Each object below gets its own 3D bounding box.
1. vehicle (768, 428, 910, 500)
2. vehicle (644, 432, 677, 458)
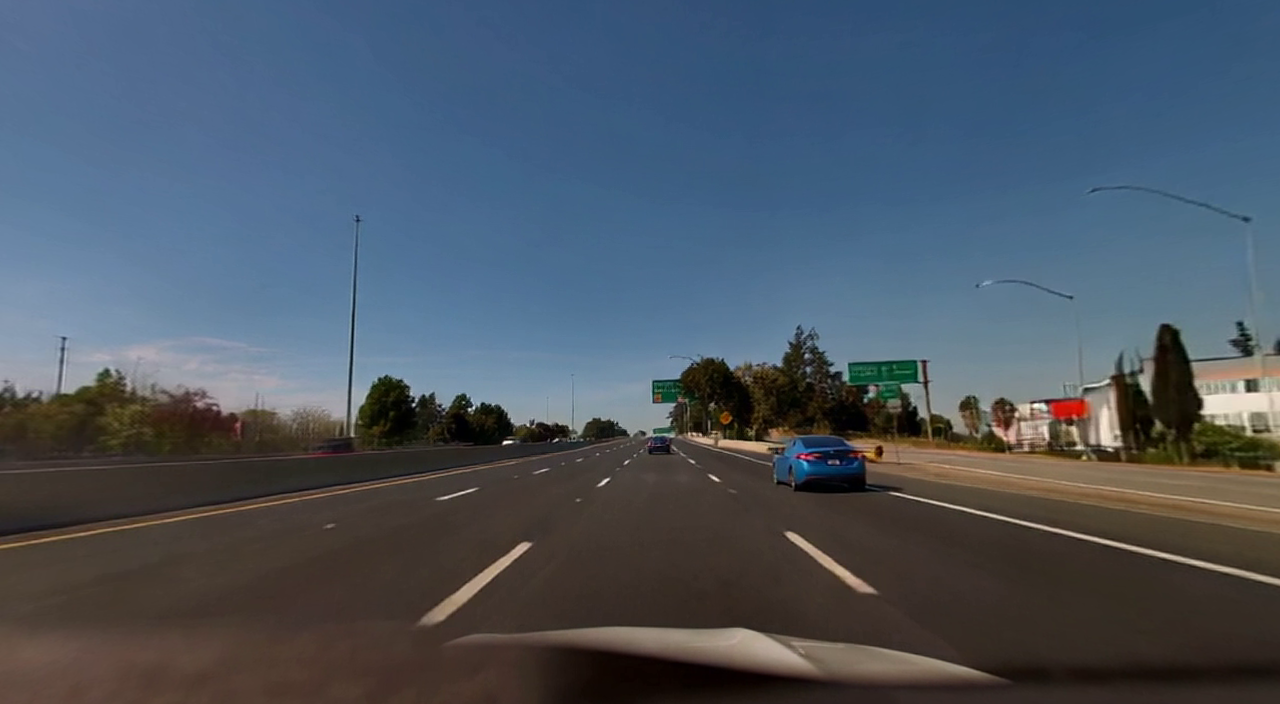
[{"bbox_3d":[4.709,2.731,15.787,2.029,1.528,4.644,0,-9,0],"label":"vehicle"},{"bbox_3d":[1.368,6.480,43.940,2.127,1.692,4.382,0,-9,0],"label":"vehicle"}]
